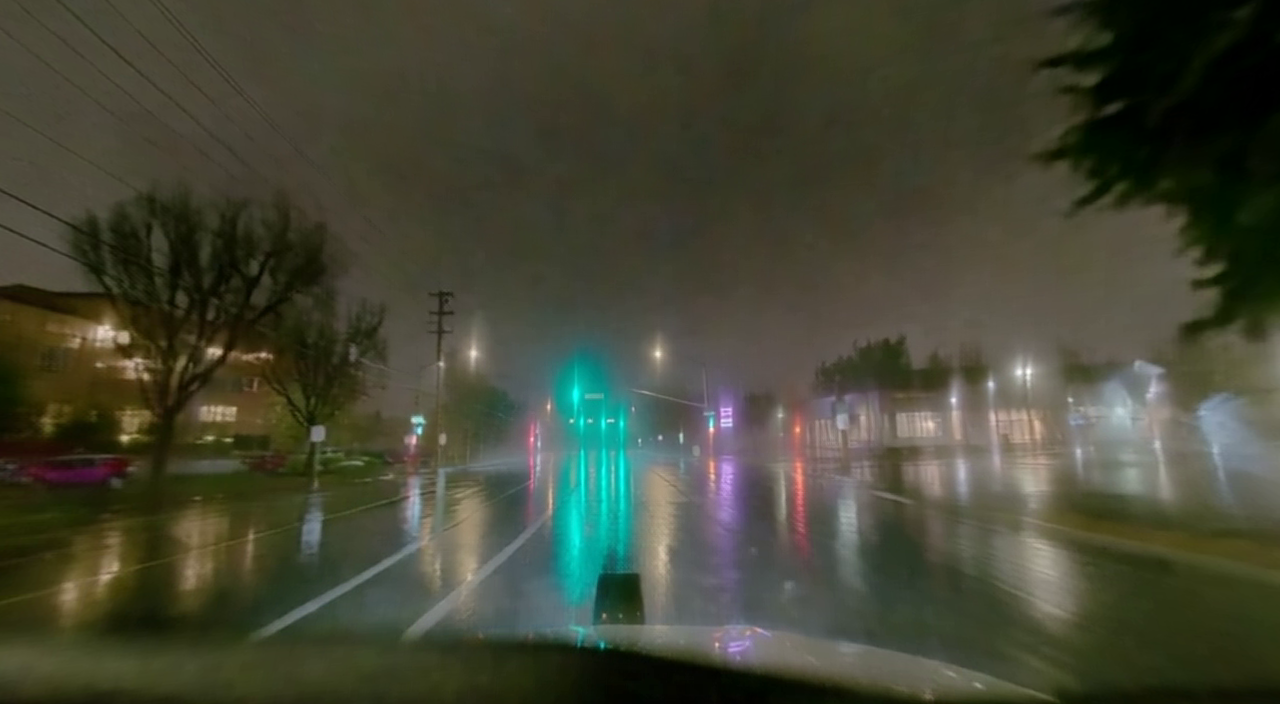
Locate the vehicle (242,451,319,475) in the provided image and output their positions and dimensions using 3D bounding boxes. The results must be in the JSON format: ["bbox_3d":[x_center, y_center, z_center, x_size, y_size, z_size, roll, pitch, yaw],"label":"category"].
[{"bbox_3d":[-27.267,8.425,48.057,4.577,1.584,2.000,3,-7,-8],"label":"vehicle"}]

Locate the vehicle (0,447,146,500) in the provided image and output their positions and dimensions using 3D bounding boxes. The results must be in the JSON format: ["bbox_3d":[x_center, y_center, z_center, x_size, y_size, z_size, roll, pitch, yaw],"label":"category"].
[{"bbox_3d":[-23.769,4.857,25.530,5.473,1.957,2.253,0,-8,-6],"label":"vehicle"}]
